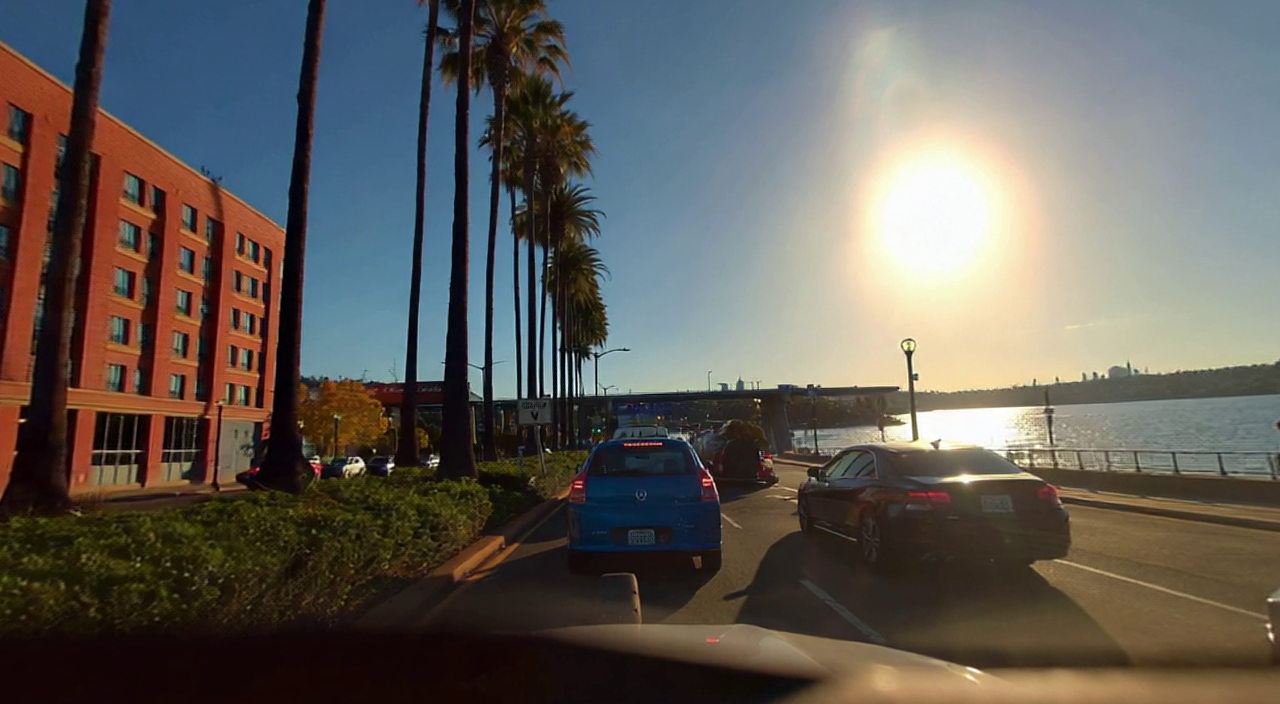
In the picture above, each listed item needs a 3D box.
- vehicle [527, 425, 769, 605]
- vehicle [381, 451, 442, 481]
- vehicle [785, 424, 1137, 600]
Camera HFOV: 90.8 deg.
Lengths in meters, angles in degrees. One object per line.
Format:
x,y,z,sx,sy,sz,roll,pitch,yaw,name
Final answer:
0.064,1.661,7.255,2.048,1.503,3.681,0,-9,0,vehicle
-14.945,7.478,41.682,2.104,1.802,4.852,0,-9,1,vehicle
3.285,1.714,7.709,1.920,1.490,4.417,0,-9,-1,vehicle
